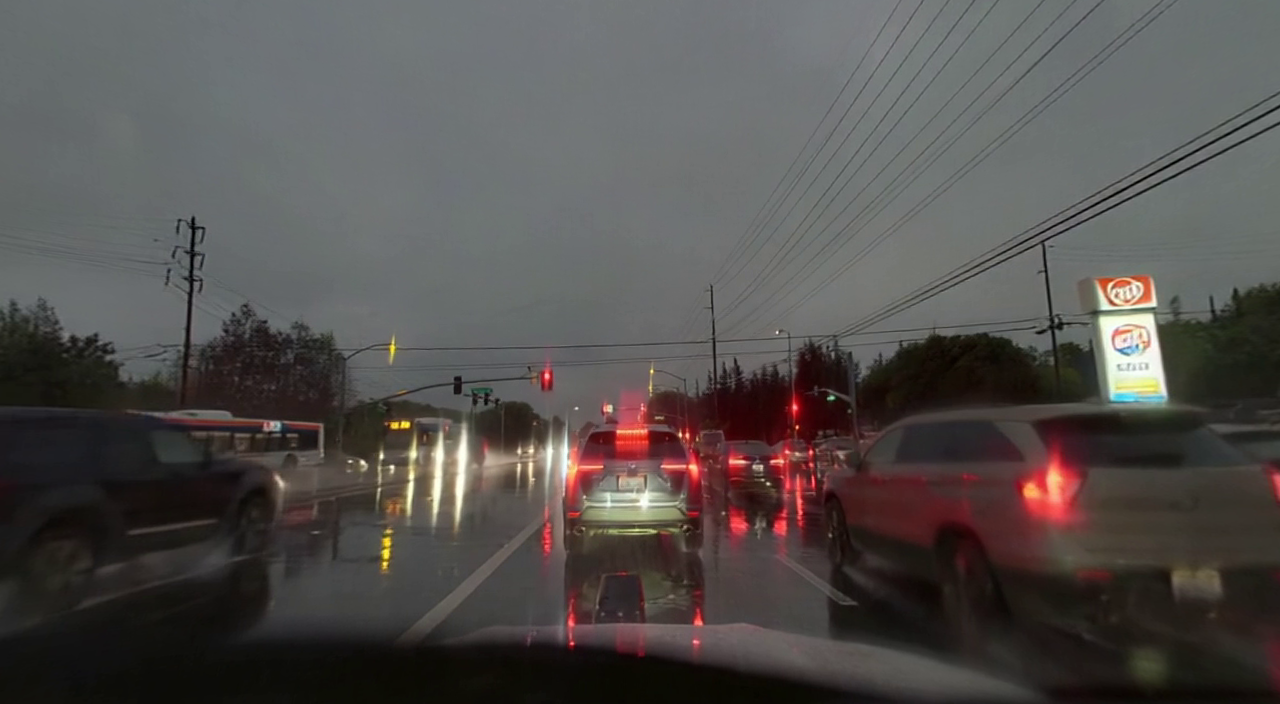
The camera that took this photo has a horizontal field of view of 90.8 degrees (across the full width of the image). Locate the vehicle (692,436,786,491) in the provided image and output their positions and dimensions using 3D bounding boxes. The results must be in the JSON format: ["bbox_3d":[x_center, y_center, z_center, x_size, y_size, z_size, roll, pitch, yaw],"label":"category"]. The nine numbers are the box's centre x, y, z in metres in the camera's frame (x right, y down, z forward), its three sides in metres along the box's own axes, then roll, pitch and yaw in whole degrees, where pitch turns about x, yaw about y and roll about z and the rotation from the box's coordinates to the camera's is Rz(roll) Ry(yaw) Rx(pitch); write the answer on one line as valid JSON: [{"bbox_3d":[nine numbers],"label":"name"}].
[{"bbox_3d":[2.879,3.361,19.397,2.040,1.481,4.407,0,-9,-2],"label":"vehicle"}]

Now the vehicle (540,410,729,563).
[{"bbox_3d":[-0.108,1.799,9.106,2.087,1.677,4.053,0,-9,-1],"label":"vehicle"}]

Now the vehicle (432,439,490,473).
[{"bbox_3d":[-10.495,6.111,37.430,2.163,1.812,4.686,-2,-8,-1],"label":"vehicle"}]

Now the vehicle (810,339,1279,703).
[{"bbox_3d":[3.072,1.144,5.262,2.049,1.813,4.245,0,-9,-1],"label":"vehicle"}]

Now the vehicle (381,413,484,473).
[{"bbox_3d":[-13.871,6.356,43.802,3.031,3.513,12.586,0,-9,-1],"label":"vehicle"}]

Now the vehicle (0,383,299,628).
[{"bbox_3d":[-5.874,1.387,6.327,2.190,1.795,4.993,0,-9,-1],"label":"vehicle"}]
